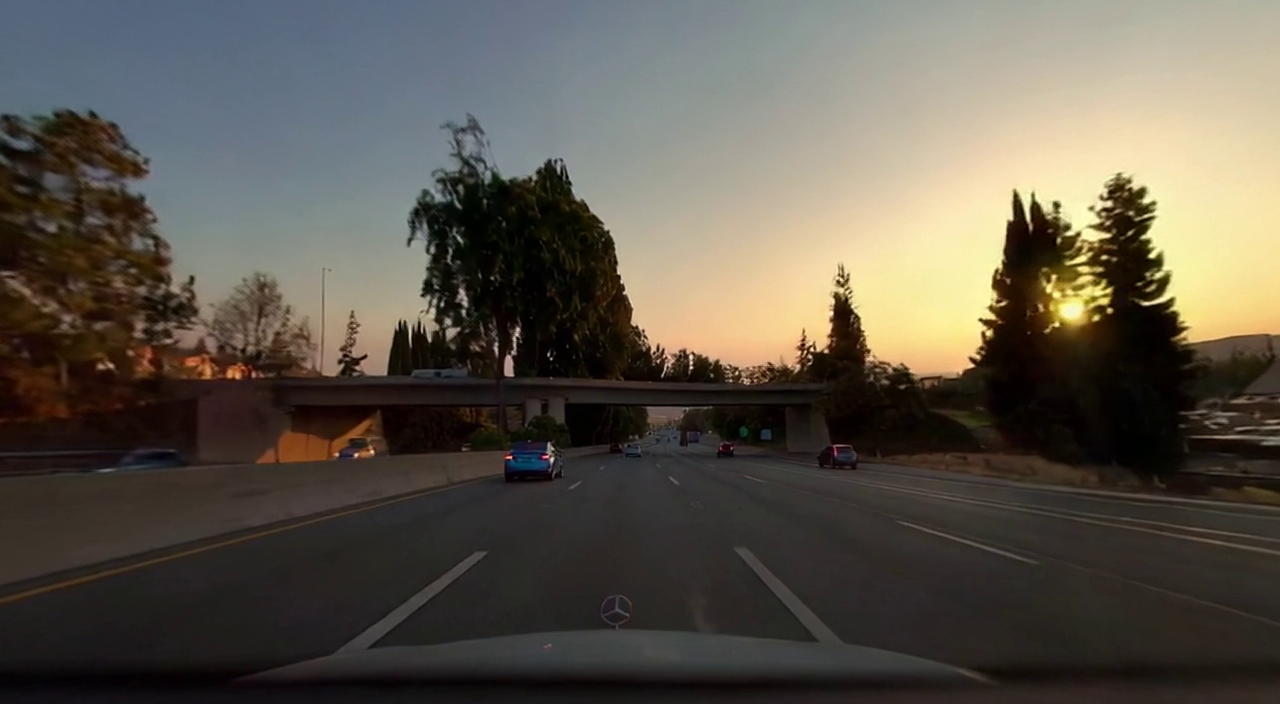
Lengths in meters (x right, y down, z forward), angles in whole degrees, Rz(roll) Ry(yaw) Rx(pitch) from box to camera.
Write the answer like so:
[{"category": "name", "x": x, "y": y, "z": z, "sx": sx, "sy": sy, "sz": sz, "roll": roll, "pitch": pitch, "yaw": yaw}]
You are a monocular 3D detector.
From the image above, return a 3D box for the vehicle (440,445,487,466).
[{"category": "vehicle", "x": -12.741, "y": 7.502, "z": 45.881, "sx": 2.040, "sy": 1.444, "sz": 4.596, "roll": 0, "pitch": -9, "yaw": 0}]

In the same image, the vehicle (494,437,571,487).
[{"category": "vehicle", "x": -3.751, "y": 3.937, "z": 22.929, "sx": 1.996, "sy": 1.617, "sz": 4.637, "roll": 0, "pitch": -9, "yaw": 0}]

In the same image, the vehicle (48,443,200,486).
[{"category": "vehicle", "x": -19.518, "y": 4.251, "z": 24.229, "sx": 1.962, "sy": 1.469, "sz": 4.599, "roll": 0, "pitch": -8, "yaw": -1}]

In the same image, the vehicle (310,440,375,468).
[{"category": "vehicle", "x": -19.721, "y": 6.781, "z": 42.168, "sx": 2.106, "sy": 1.764, "sz": 4.578, "roll": 0, "pitch": -9, "yaw": 0}]
